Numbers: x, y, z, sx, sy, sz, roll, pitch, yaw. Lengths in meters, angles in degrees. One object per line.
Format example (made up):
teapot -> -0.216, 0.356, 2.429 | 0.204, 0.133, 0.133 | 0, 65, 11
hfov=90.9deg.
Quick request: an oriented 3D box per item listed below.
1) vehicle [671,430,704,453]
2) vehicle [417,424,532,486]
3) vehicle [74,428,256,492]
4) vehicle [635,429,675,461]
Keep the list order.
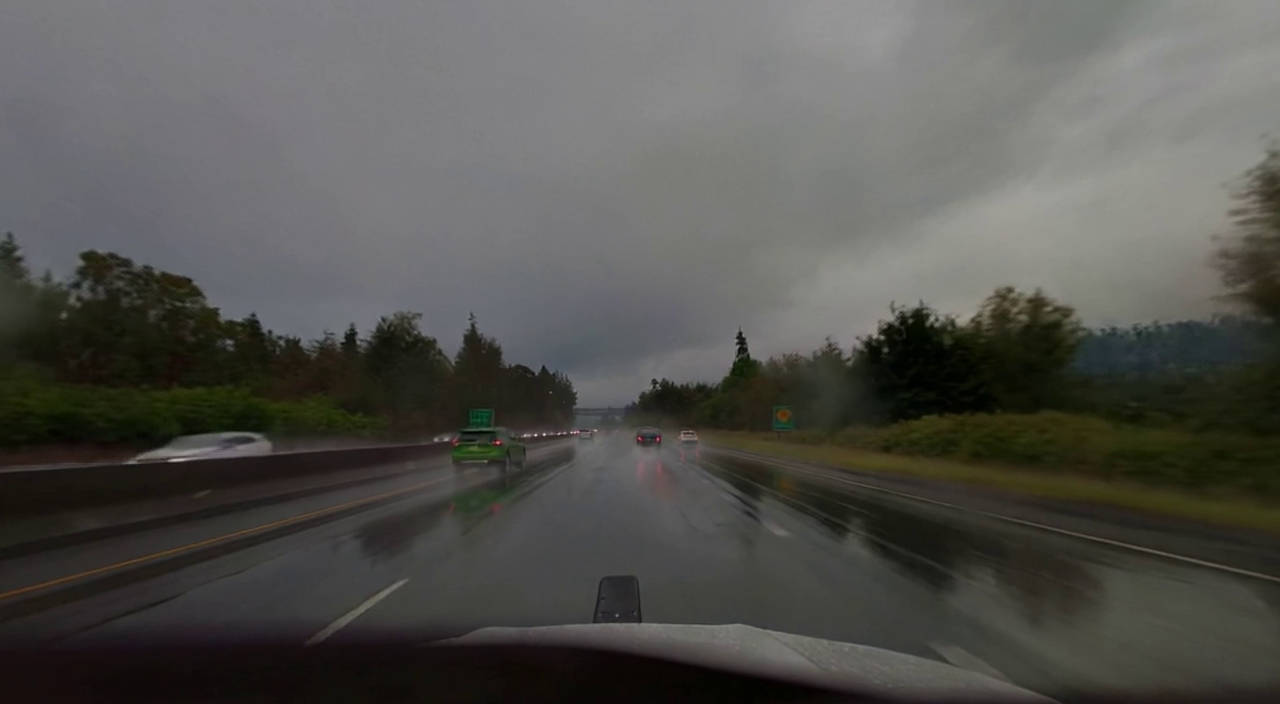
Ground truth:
vehicle -> 3.302, 6.275, 44.329 | 1.841, 1.491, 3.869 | 0, -8, -2
vehicle -> -4.515, 2.863, 18.046 | 2.023, 1.512, 4.804 | 0, -8, 0
vehicle -> -12.973, 2.993, 17.631 | 1.860, 1.562, 4.130 | 0, -9, -1
vehicle -> 0.740, 4.621, 31.450 | 1.869, 1.466, 3.356 | 0, -8, 1
